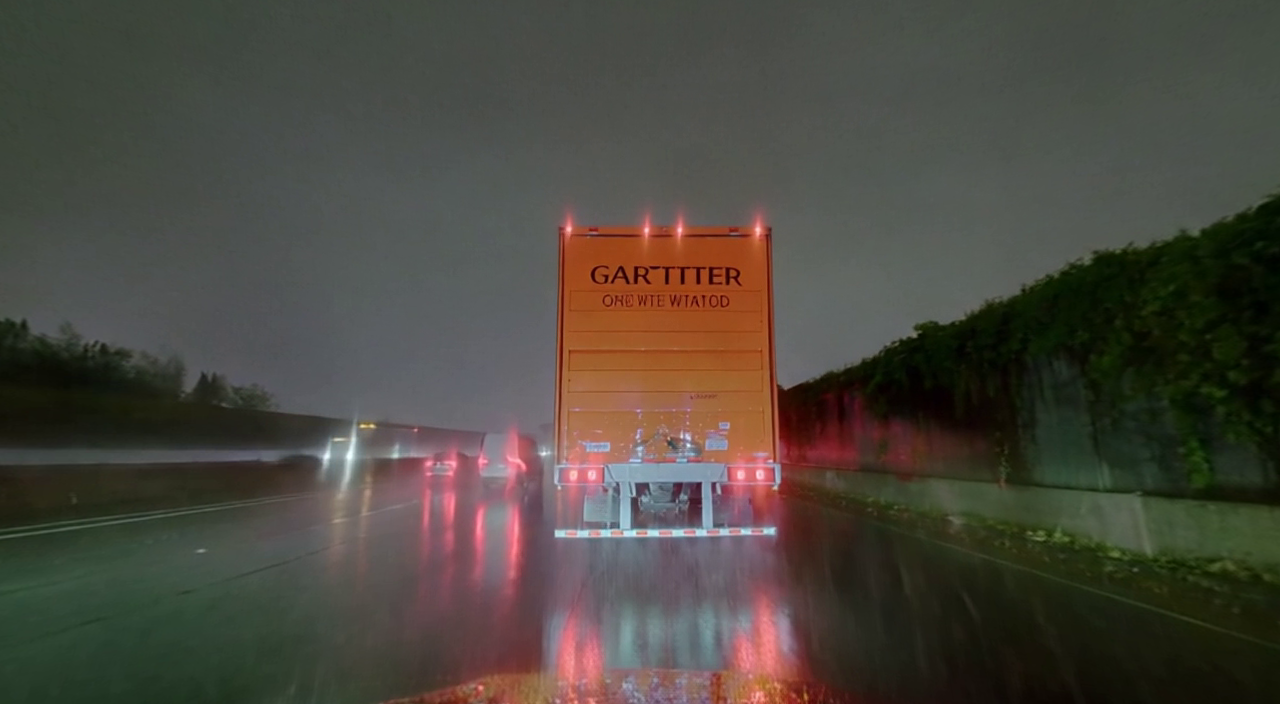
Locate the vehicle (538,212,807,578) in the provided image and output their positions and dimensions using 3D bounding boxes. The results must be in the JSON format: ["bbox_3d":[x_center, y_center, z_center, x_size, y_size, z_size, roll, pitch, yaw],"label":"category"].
[{"bbox_3d":[0.446,1.223,12.214,2.853,4.054,10.557,0,-9,1],"label":"vehicle"}]

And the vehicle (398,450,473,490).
[{"bbox_3d":[-8.200,4.754,25.608,1.828,1.502,3.385,0,-9,1],"label":"vehicle"}]

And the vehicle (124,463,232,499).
[{"bbox_3d":[-20.976,5.842,28.872,1.845,1.417,4.012,0,-9,0],"label":"vehicle"}]

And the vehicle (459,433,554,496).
[{"bbox_3d":[-4.632,4.012,22.787,2.293,2.015,4.915,0,-9,1],"label":"vehicle"}]

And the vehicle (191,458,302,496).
[{"bbox_3d":[-16.622,5.261,26.983,1.833,1.432,4.447,0,-9,1],"label":"vehicle"}]
